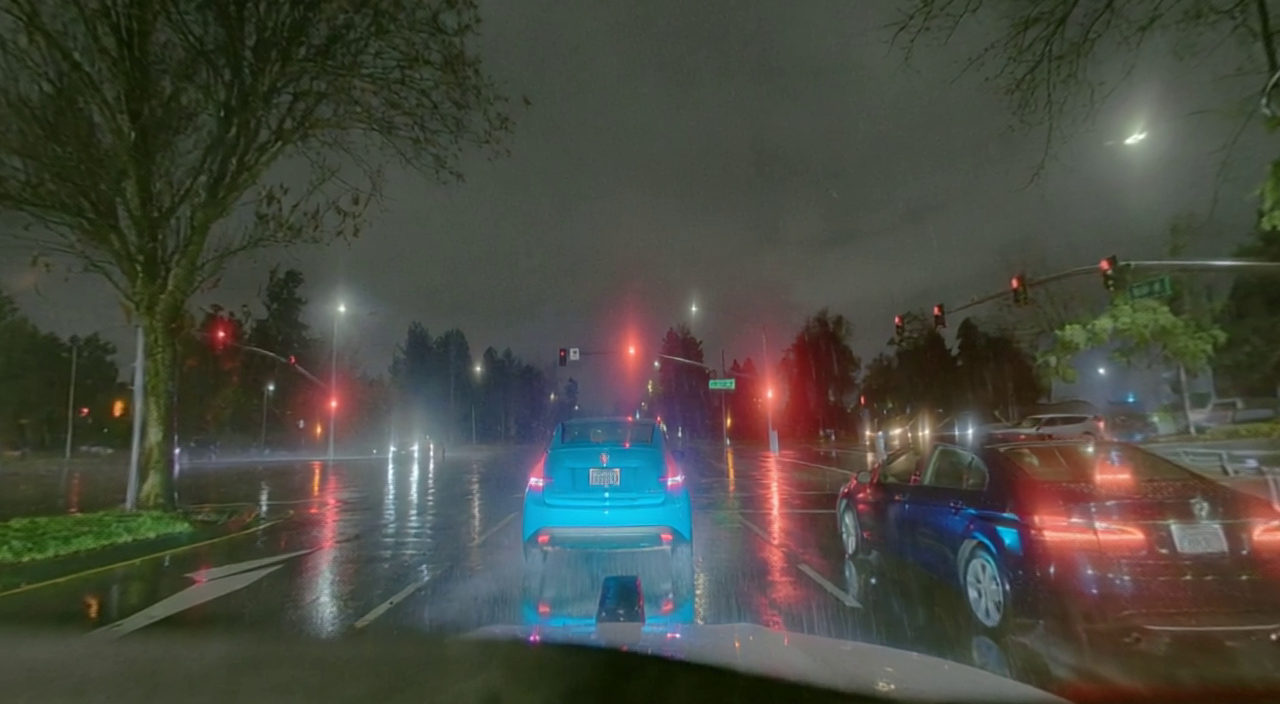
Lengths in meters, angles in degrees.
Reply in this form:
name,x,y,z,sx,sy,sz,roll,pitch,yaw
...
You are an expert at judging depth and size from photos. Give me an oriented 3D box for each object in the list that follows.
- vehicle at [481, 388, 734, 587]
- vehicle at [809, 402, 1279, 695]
name,x,y,z,sx,sy,sz,roll,pitch,yaw
vehicle,-0.347,1.526,7.825,2.247,1.760,4.231,0,-9,-2
vehicle,3.170,1.400,5.776,1.932,1.562,4.629,0,-9,-1
